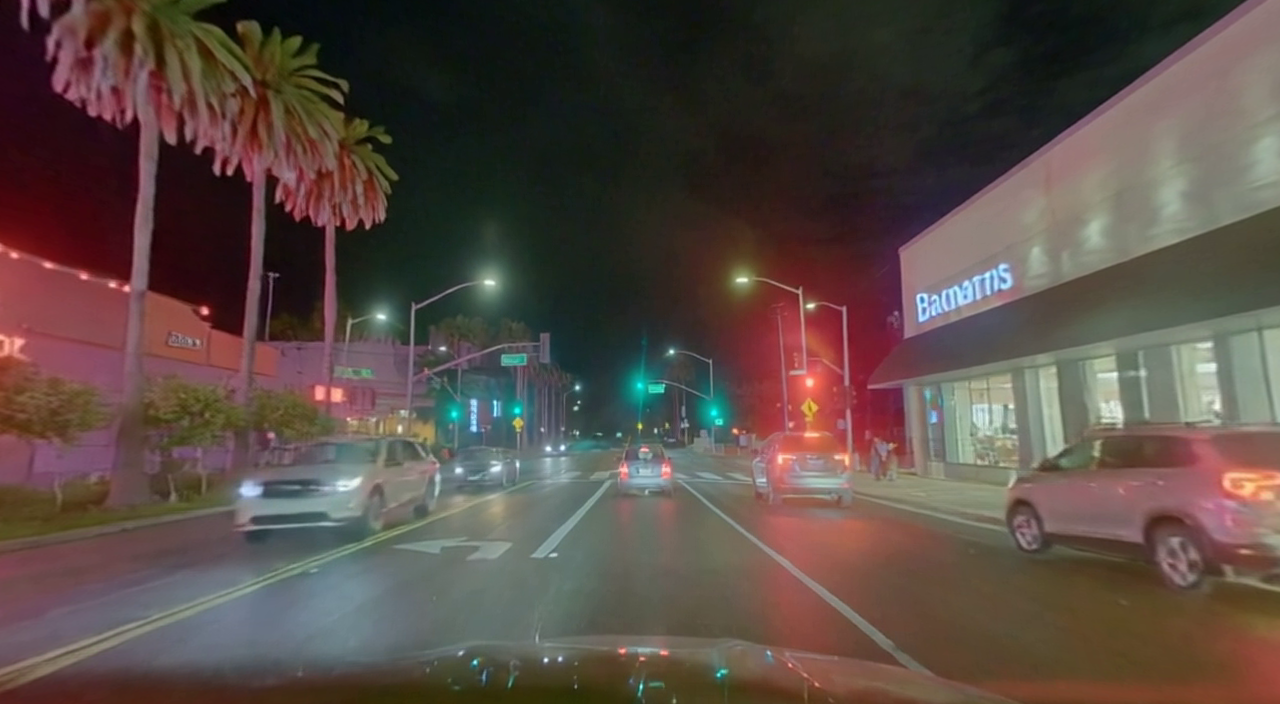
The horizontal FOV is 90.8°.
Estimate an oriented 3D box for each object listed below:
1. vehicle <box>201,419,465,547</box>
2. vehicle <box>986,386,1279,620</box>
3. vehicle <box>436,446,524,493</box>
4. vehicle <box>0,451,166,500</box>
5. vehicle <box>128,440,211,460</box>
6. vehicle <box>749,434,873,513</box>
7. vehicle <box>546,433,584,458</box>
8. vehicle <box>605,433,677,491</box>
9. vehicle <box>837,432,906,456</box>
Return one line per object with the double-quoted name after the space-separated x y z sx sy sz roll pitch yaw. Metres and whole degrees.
-4.979 2.198 11.343 2.341 1.762 4.865 0 -9 -1 "vehicle"
6.208 1.467 6.735 1.981 1.893 5.238 0 -9 -1 "vehicle"
-5.564 4.108 22.558 2.009 1.461 4.484 0 -9 -1 "vehicle"
-19.532 4.167 21.740 1.759 1.457 4.727 -7 -11 37 "vehicle"
-35.573 7.438 47.840 4.643 1.464 2.125 -1 -9 5 "vehicle"
4.140 3.016 16.148 2.070 1.711 4.480 -1 -9 3 "vehicle"
-5.735 7.279 49.071 2.324 1.808 4.946 -1 -9 1 "vehicle"
-0.002 3.825 22.372 2.264 1.798 4.531 0 -9 -1 "vehicle"
17.046 6.833 46.726 4.304 1.685 1.947 0 -9 0 "vehicle"
